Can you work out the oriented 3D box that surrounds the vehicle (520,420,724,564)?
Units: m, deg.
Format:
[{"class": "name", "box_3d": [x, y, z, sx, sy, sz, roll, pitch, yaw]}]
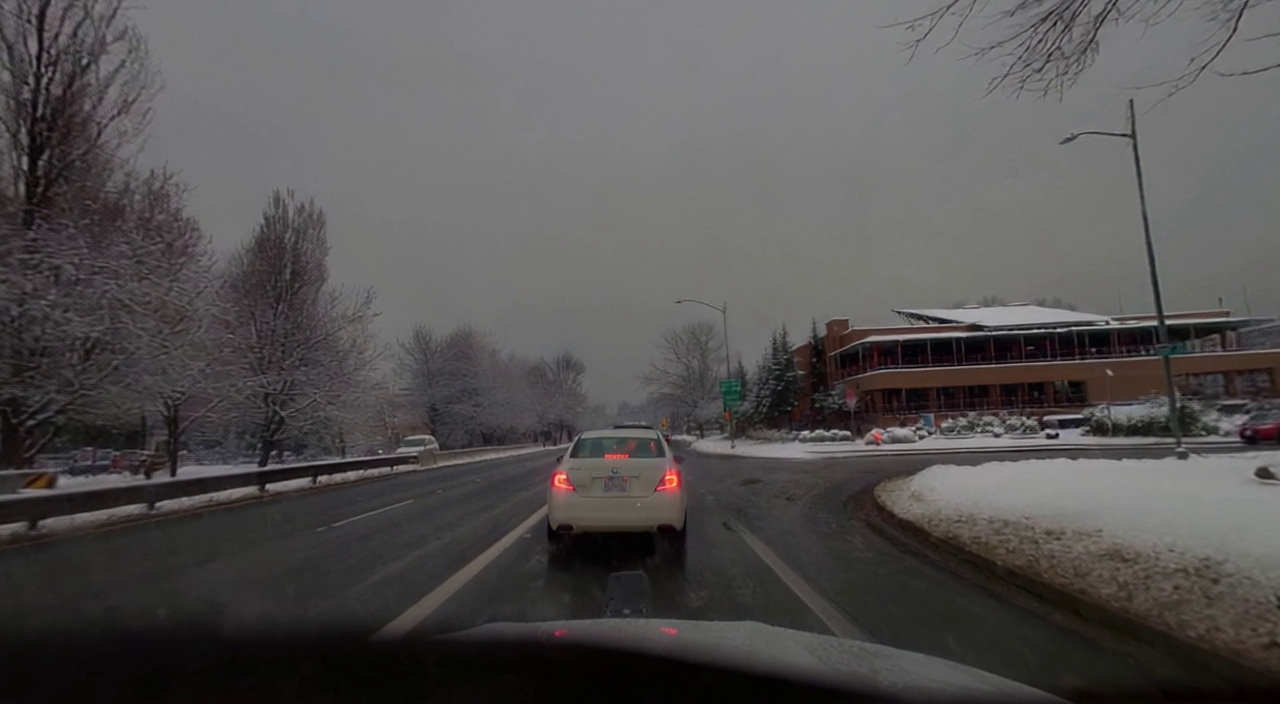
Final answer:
[{"class": "vehicle", "box_3d": [-0.188, 1.765, 8.661, 2.112, 1.482, 4.076, 0, -8, 0]}]

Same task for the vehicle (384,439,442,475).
[{"class": "vehicle", "box_3d": [-10.366, 4.702, 28.566, 2.072, 1.465, 4.394, 4, -9, -24]}]
